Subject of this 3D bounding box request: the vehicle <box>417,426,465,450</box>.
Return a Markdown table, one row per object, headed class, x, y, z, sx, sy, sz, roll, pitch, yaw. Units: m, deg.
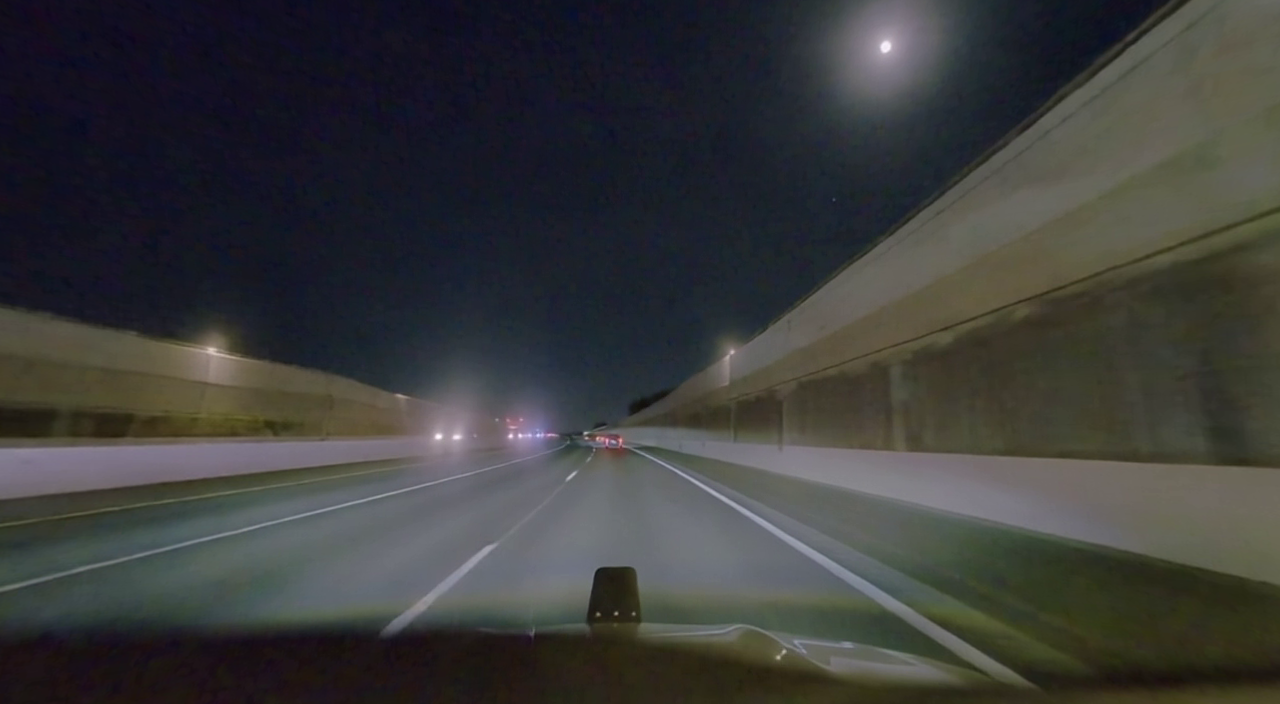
| class | x | y | z | sx | sy | sz | roll | pitch | yaw |
| --- | --- | --- | --- | --- | --- | --- | --- | --- | --- |
| vehicle | -14.023 | 6.108 | 44.706 | 2.117 | 1.595 | 4.463 | 0 | -8 | -3 |
